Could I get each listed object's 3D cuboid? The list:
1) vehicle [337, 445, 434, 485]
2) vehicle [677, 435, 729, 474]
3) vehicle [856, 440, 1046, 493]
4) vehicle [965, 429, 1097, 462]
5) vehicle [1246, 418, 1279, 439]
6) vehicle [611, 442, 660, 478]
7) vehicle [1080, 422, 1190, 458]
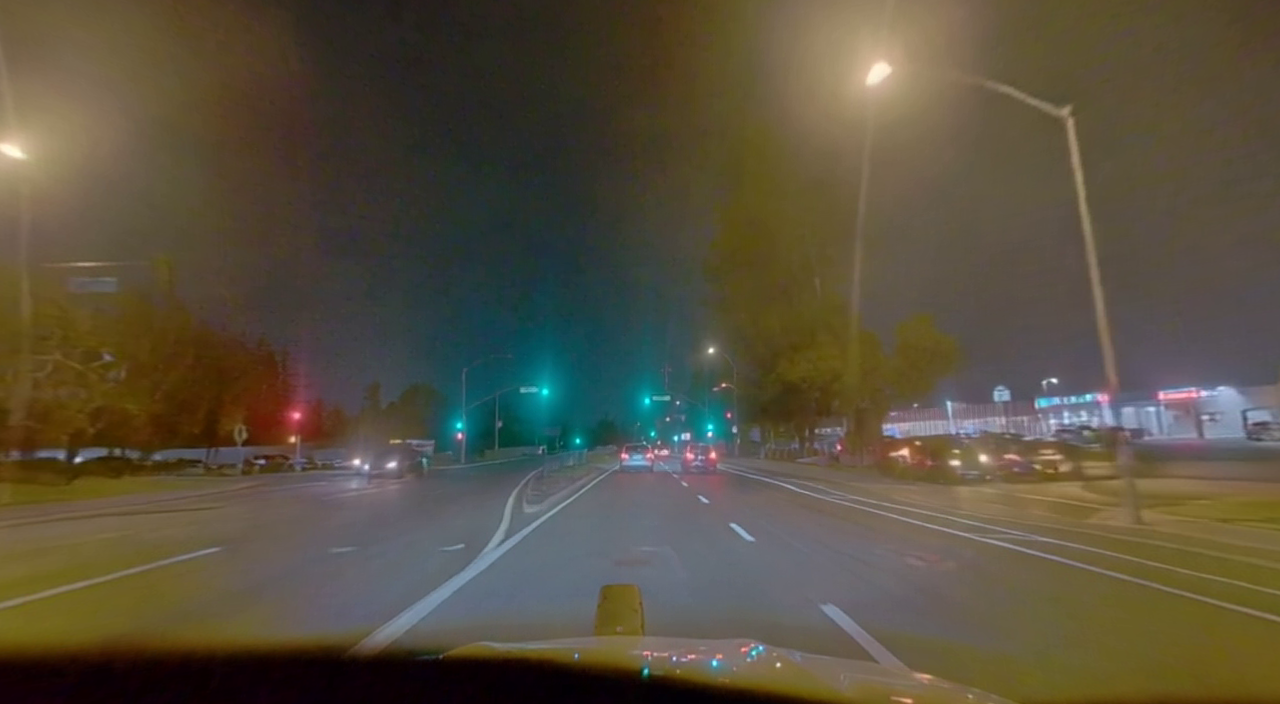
[{"bbox_3d":[-10.081,4.485,25.487,2.033,1.439,4.567,0,-8,0],"label":"vehicle"},{"bbox_3d":[3.006,5.003,30.979,2.046,1.768,4.370,0,-8,-1],"label":"vehicle"},{"bbox_3d":[9.232,3.438,19.149,4.662,1.495,1.998,-1,-8,5],"label":"vehicle"},{"bbox_3d":[18.135,4.374,29.485,4.793,1.470,1.961,0,-8,1],"label":"vehicle"},{"bbox_3d":[46.465,5.679,46.406,1.796,1.439,4.254,-5,-10,31],"label":"vehicle"},{"bbox_3d":[-0.171,4.520,26.693,1.917,1.418,3.987,0,-8,0],"label":"vehicle"},{"bbox_3d":[23.900,4.289,30.730,1.956,1.626,4.151,1,-8,-1],"label":"vehicle"}]
